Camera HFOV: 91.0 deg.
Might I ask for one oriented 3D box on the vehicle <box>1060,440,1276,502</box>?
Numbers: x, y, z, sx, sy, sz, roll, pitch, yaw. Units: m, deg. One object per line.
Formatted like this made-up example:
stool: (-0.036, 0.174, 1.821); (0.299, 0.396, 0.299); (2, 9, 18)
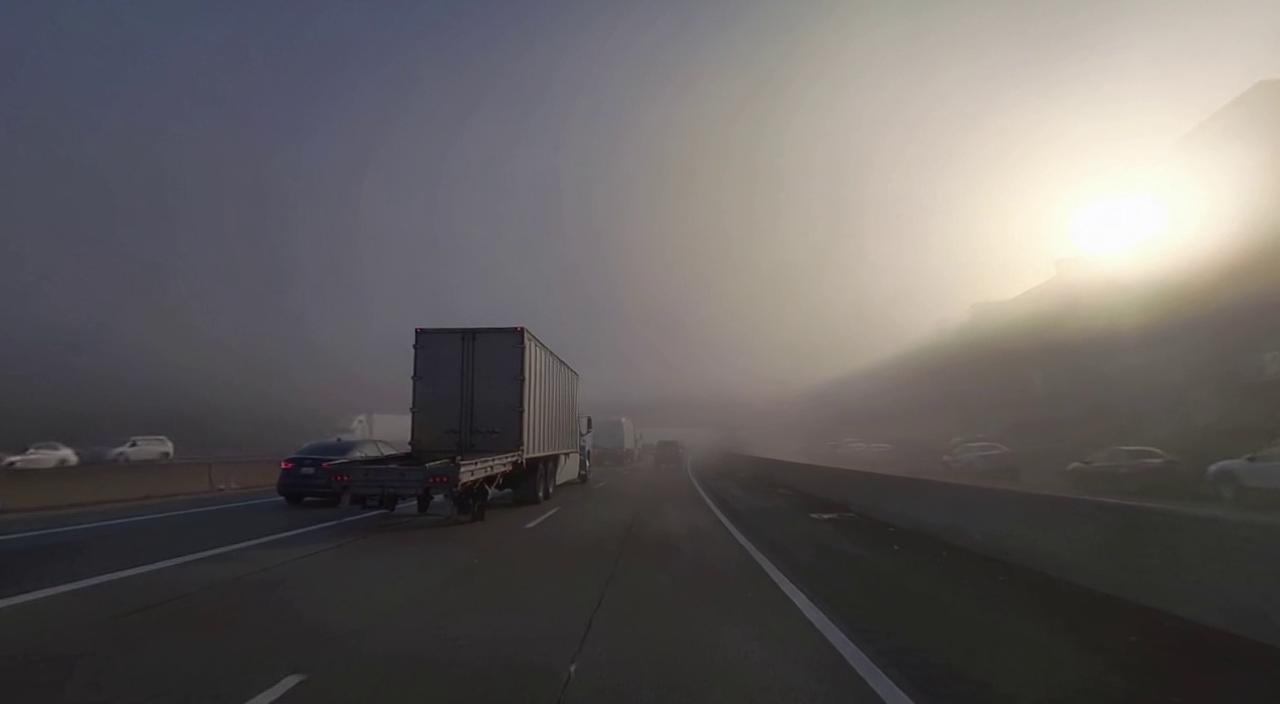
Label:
vehicle: (14.158, 3.188, 17.403); (1.872, 1.454, 4.908); (-1, -9, 2)

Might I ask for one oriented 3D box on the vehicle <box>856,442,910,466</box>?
vehicle: (15.614, 6.588, 40.695); (1.859, 1.452, 4.749); (-1, -9, 4)

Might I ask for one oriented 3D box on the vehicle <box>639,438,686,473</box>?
vehicle: (1.171, 5.154, 31.479); (2.178, 1.640, 4.071); (-1, -9, 3)

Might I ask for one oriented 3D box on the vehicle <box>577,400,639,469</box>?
vehicle: (-1.838, 5.432, 40.918); (3.073, 3.894, 9.782); (-1, -9, 3)

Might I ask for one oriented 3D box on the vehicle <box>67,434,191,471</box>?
vehicle: (-28.978, 5.740, 36.019); (2.153, 1.942, 5.556); (-1, -9, 4)

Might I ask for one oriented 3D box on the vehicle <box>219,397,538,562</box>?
vehicle: (-3.290, 1.706, 8.996); (2.896, 1.779, 3.441); (1, -8, 3)

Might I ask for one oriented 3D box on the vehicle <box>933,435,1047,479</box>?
vehicle: (14.580, 4.406, 26.641); (2.237, 1.656, 4.676); (0, -9, 2)

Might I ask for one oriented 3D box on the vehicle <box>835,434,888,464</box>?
vehicle: (16.170, 7.129, 46.387); (2.241, 2.052, 5.864); (-1, -9, 5)

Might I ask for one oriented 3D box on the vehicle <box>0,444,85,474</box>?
vehicle: (-32.425, 5.690, 33.734); (1.694, 1.522, 3.815); (-1, -9, 3)
